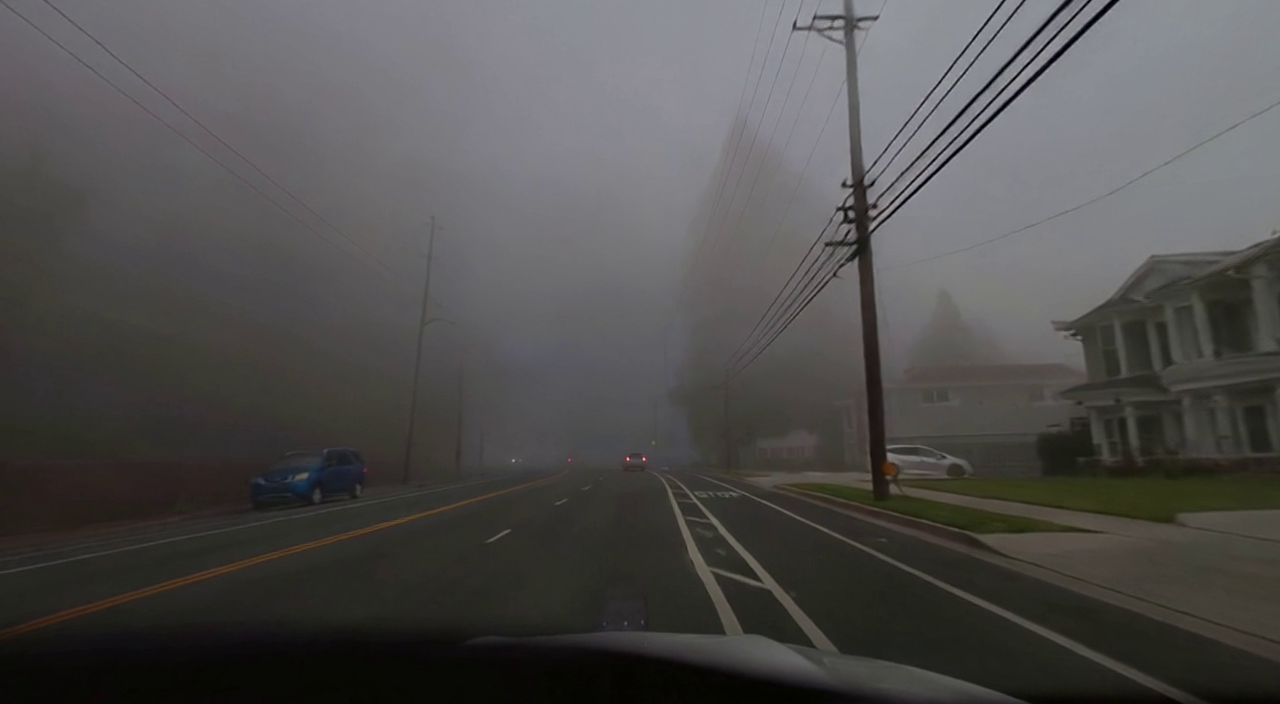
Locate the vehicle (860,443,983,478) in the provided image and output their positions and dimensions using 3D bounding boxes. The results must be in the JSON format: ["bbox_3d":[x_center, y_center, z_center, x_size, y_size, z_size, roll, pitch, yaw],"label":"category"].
[{"bbox_3d":[12.759,4.933,28.764,4.648,1.511,1.919,0,-8,-2],"label":"vehicle"}]

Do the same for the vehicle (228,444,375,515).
[{"bbox_3d":[-11.066,4.129,21.184,1.998,2.047,5.167,0,-8,1],"label":"vehicle"}]

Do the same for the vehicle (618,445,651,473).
[{"bbox_3d":[-0.391,7.945,47.052,2.284,1.741,4.702,2,-8,1],"label":"vehicle"}]
